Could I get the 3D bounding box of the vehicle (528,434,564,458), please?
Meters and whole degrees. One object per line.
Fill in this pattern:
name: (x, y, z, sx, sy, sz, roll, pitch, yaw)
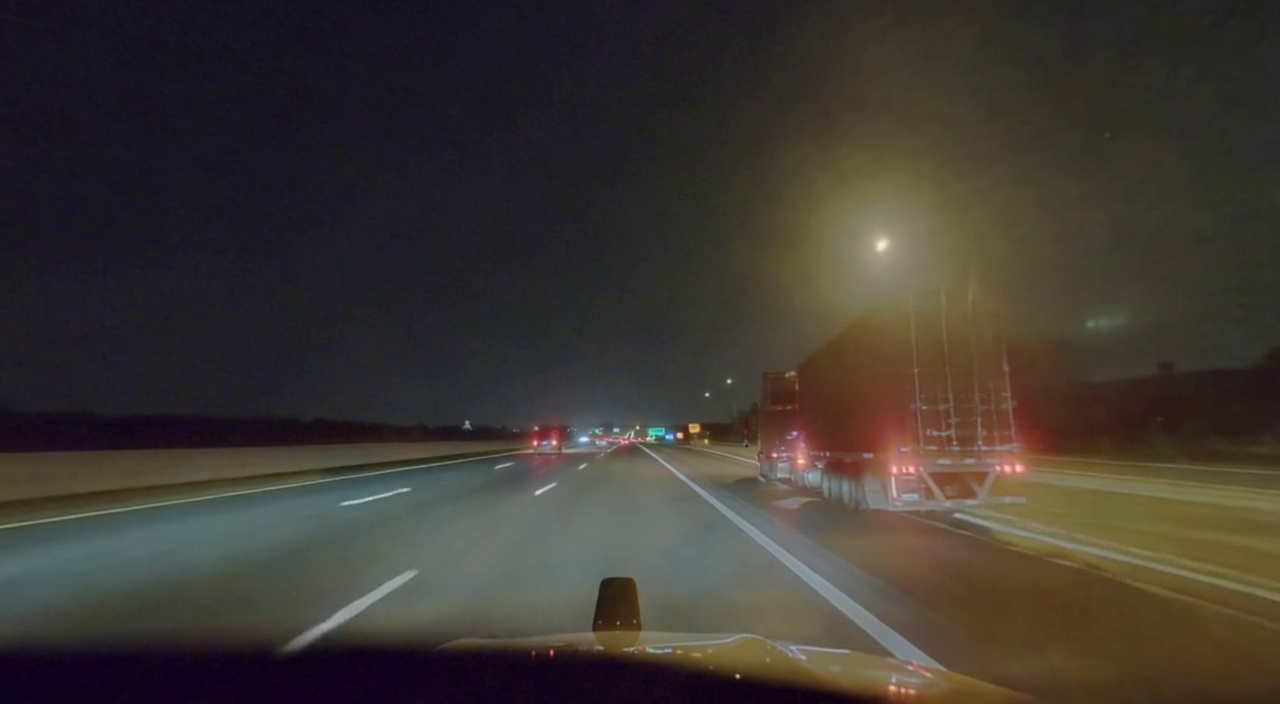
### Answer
vehicle: (-7.095, 7.128, 47.853, 2.111, 1.662, 4.630, 0, -8, -1)
